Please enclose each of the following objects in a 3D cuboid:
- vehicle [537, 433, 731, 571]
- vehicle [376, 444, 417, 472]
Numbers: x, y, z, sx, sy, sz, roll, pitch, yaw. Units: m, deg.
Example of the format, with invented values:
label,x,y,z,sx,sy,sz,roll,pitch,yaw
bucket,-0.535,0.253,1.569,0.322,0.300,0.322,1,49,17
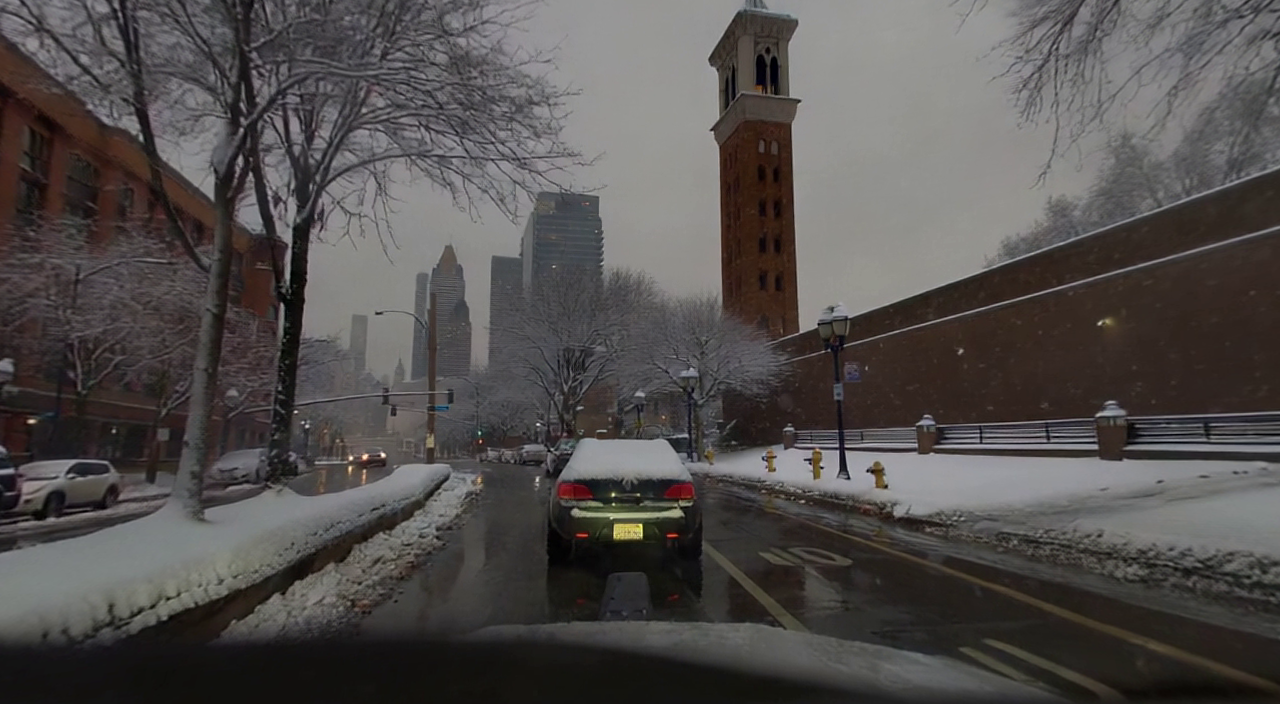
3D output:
label,x,y,z,sx,sy,sz,roll,pitch,yaw
vehicle,-0.253,1.939,9.008,2.142,1.475,4.051,1,-8,-6
vehicle,-16.941,7.331,43.973,2.155,1.802,4.520,2,-9,-15
